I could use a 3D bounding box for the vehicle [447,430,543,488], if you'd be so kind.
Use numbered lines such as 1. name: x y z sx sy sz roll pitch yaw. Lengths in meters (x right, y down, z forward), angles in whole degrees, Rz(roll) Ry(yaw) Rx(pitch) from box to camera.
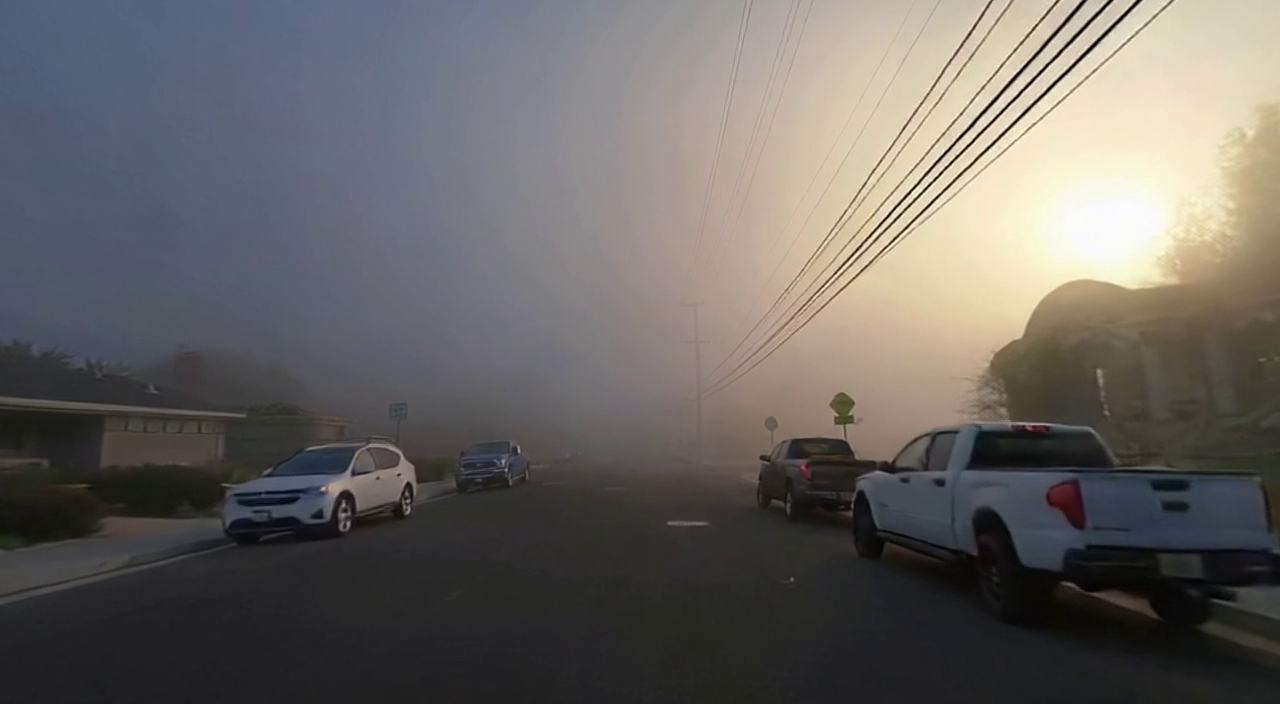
1. vehicle: -5.660 4.292 25.717 2.455 2.045 6.171 0 -8 0

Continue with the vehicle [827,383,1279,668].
1. vehicle: 3.550 1.418 6.310 1.979 1.762 4.621 0 -8 1

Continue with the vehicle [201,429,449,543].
1. vehicle: -5.711 2.471 12.398 2.226 1.768 4.780 0 -8 2
